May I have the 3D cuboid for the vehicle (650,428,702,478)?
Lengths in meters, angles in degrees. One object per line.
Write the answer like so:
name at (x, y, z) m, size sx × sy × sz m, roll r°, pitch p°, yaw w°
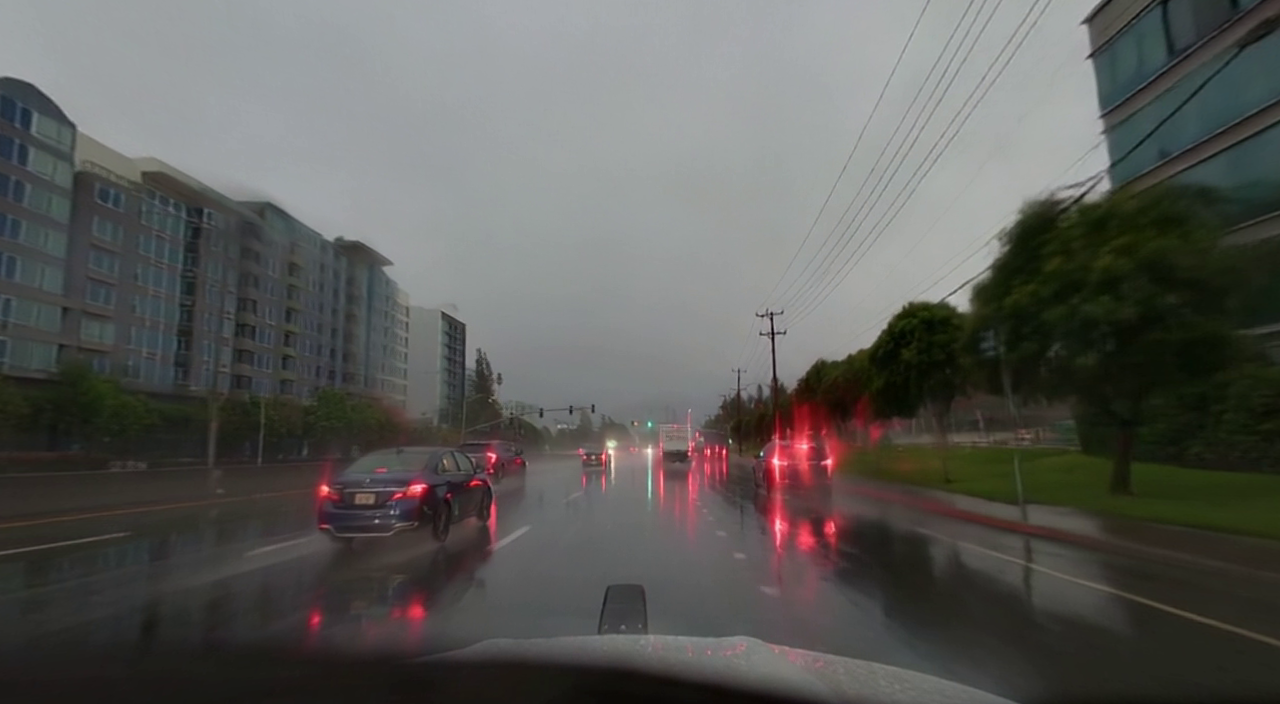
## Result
vehicle at (2.090, 5.483, 34.341) m, size 2.457 × 2.440 × 5.486 m, roll -1°, pitch -9°, yaw 7°

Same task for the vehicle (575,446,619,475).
vehicle at (-2.403, 6.219, 36.378) m, size 1.984 × 1.567 × 4.311 m, roll -1°, pitch -9°, yaw 4°

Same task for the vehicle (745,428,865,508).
vehicle at (4.404, 3.174, 17.611) m, size 2.283 × 1.923 × 4.427 m, roll 0°, pitch -8°, yaw 2°

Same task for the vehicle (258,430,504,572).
vehicle at (-3.462, 2.031, 9.299) m, size 1.934 × 1.643 × 3.718 m, roll 0°, pitch -8°, yaw 2°
